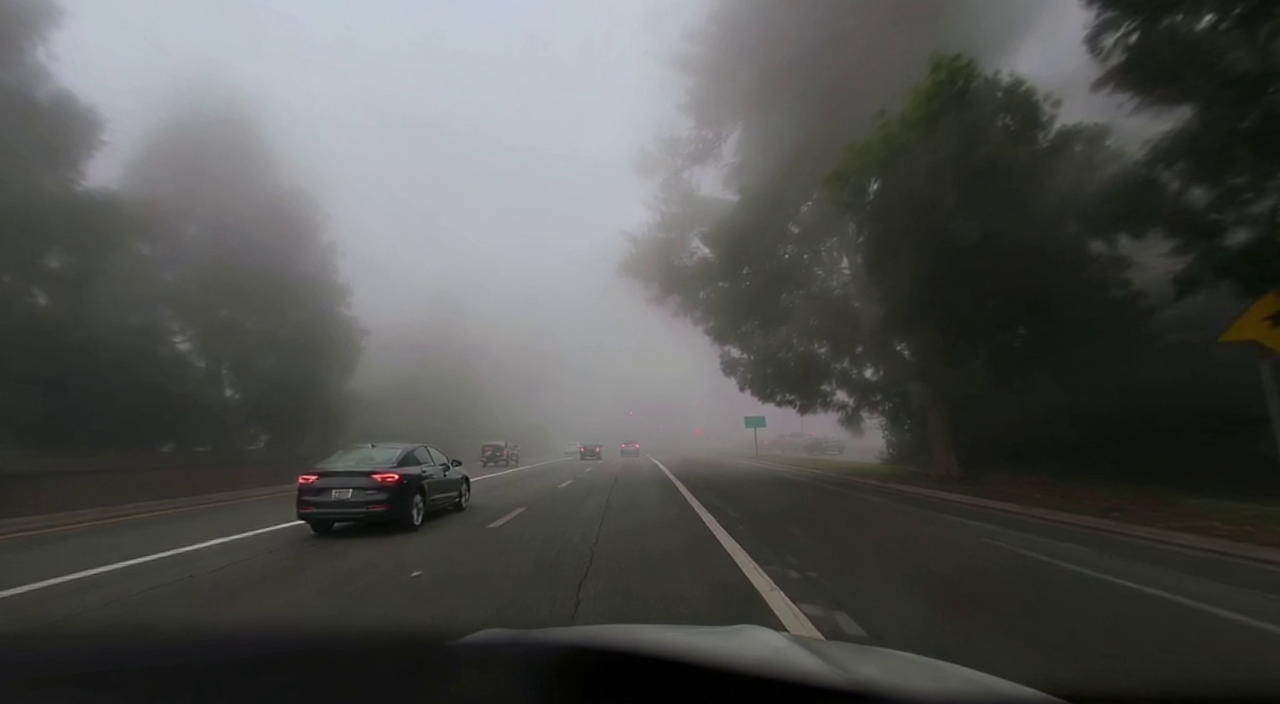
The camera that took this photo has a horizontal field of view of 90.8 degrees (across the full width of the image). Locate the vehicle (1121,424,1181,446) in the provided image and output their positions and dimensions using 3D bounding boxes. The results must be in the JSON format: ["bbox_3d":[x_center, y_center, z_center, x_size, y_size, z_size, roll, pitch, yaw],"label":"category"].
[{"bbox_3d":[39.766,6.487,49.132,4.191,1.660,2.091,5,-10,-30],"label":"vehicle"}]

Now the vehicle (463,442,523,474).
[{"bbox_3d":[-7.235,5.235,31.523,1.852,1.458,4.422,0,-8,1],"label":"vehicle"}]

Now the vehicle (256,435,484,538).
[{"bbox_3d":[-4.532,2.308,11.562,1.920,1.480,4.549,-1,-8,4],"label":"vehicle"}]

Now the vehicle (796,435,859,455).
[{"bbox_3d":[14.502,7.208,48.820,4.505,1.472,2.020,4,-10,-27],"label":"vehicle"}]
